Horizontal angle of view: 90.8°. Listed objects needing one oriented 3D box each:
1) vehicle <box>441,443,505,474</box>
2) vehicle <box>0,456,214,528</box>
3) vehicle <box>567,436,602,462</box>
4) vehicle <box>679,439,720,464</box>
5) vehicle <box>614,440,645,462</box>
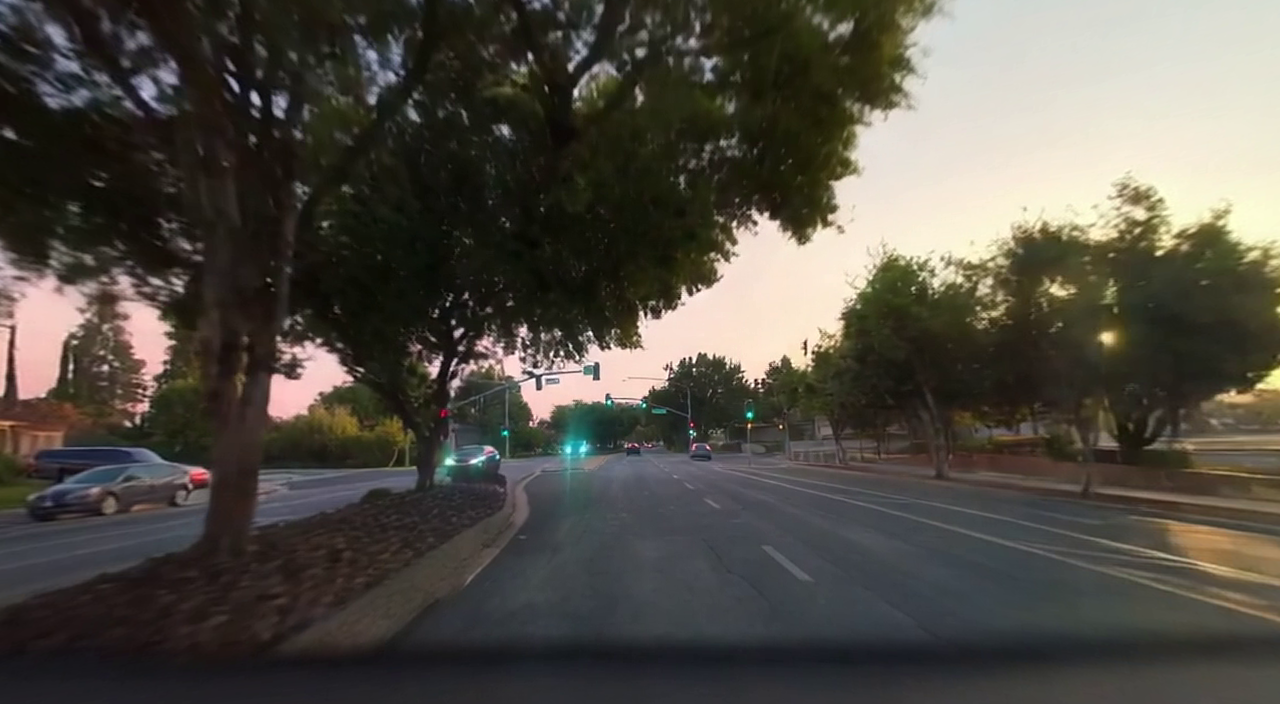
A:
[{"bbox_3d":[-8.695,5.585,33.349,2.030,1.495,4.570,0,-8,2],"label":"vehicle"},{"bbox_3d":[-13.315,3.397,15.883,1.992,1.453,4.439,0,-8,2],"label":"vehicle"},{"bbox_3d":[-4.039,7.158,46.656,2.066,1.756,4.422,0,-8,2],"label":"vehicle"},{"bbox_3d":[3.762,6.427,40.794,2.133,1.494,4.265,0,-8,-2],"label":"vehicle"},{"bbox_3d":[-0.664,7.005,44.812,2.075,1.449,4.006,0,-8,1],"label":"vehicle"}]
